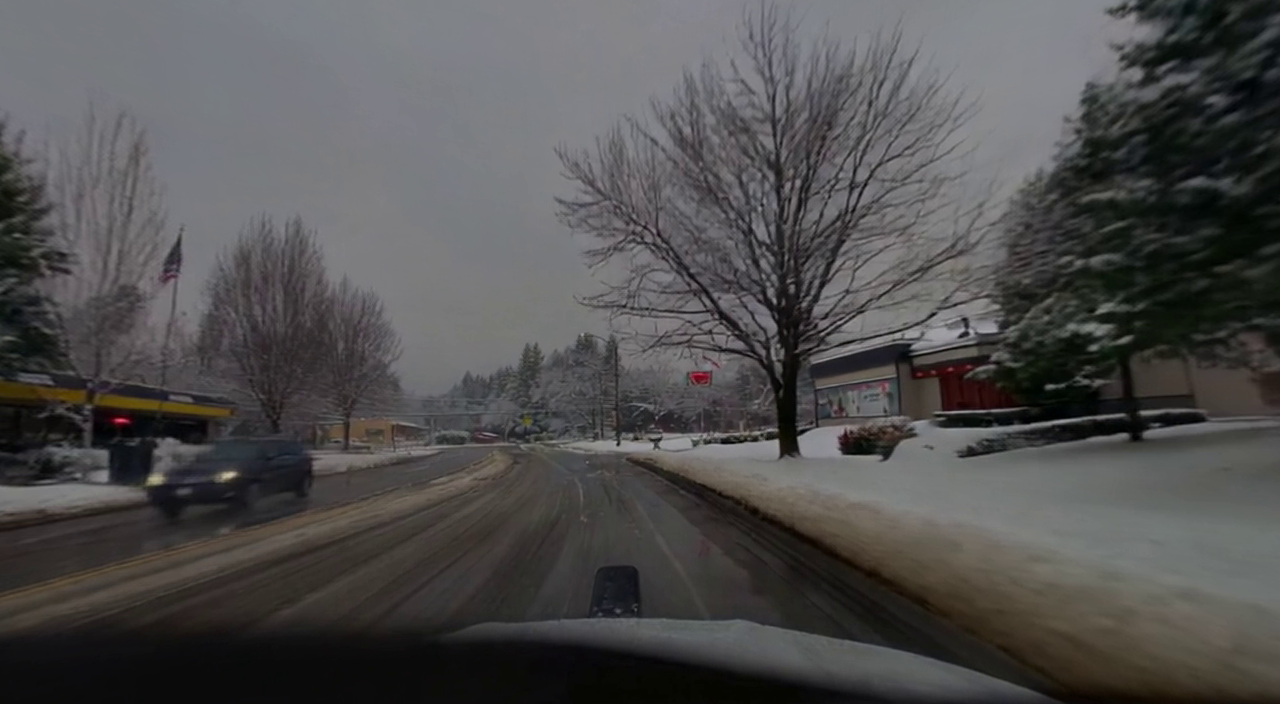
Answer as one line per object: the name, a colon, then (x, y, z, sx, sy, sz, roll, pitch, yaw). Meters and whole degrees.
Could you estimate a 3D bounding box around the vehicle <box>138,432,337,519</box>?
vehicle: (-8.075, 2.455, 13.138, 1.912, 1.500, 3.772, 0, -8, -6)
